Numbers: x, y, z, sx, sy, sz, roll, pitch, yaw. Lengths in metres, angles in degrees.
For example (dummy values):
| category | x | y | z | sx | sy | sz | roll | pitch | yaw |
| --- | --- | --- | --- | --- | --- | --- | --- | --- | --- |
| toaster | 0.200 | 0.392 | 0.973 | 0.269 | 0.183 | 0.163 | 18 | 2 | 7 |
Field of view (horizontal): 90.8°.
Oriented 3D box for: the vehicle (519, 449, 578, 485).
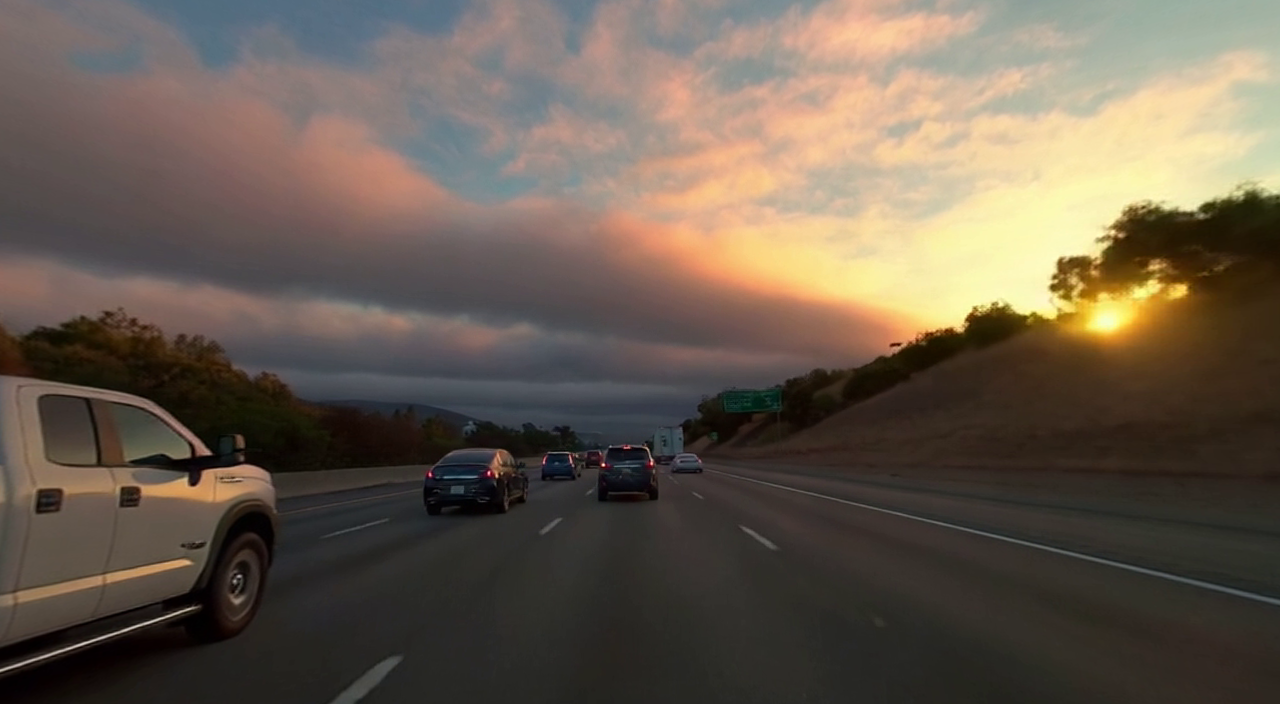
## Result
| category | x | y | z | sx | sy | sz | roll | pitch | yaw |
| --- | --- | --- | --- | --- | --- | --- | --- | --- | --- |
| vehicle | -4.016 | 5.100 | 28.340 | 1.999 | 1.484 | 4.269 | 0 | -9 | 0 |

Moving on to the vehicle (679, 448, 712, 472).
| category | x | y | z | sx | sy | sz | roll | pitch | yaw |
| --- | --- | --- | --- | --- | --- | --- | --- | --- | --- |
| vehicle | 3.727 | 7.356 | 43.053 | 1.858 | 1.537 | 3.838 | 0 | -9 | -1 |

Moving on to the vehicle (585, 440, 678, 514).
| category | x | y | z | sx | sy | sz | roll | pitch | yaw |
| --- | --- | --- | --- | --- | --- | --- | --- | --- | --- |
| vehicle | -0.196 | 2.994 | 15.491 | 1.996 | 1.574 | 3.426 | 0 | -9 | 0 |

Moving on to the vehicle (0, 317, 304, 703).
| category | x | y | z | sx | sy | sz | roll | pitch | yaw |
| --- | --- | --- | --- | --- | --- | --- | --- | --- | --- |
| vehicle | -3.929 | 0.785 | 2.653 | 2.243 | 1.889 | 4.949 | 0 | -9 | 0 |

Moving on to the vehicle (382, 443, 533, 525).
| category | x | y | z | sx | sy | sz | roll | pitch | yaw |
| --- | --- | --- | --- | --- | --- | --- | --- | --- | --- |
| vehicle | -3.746 | 2.792 | 13.901 | 1.988 | 1.501 | 4.438 | 0 | -9 | 0 |
